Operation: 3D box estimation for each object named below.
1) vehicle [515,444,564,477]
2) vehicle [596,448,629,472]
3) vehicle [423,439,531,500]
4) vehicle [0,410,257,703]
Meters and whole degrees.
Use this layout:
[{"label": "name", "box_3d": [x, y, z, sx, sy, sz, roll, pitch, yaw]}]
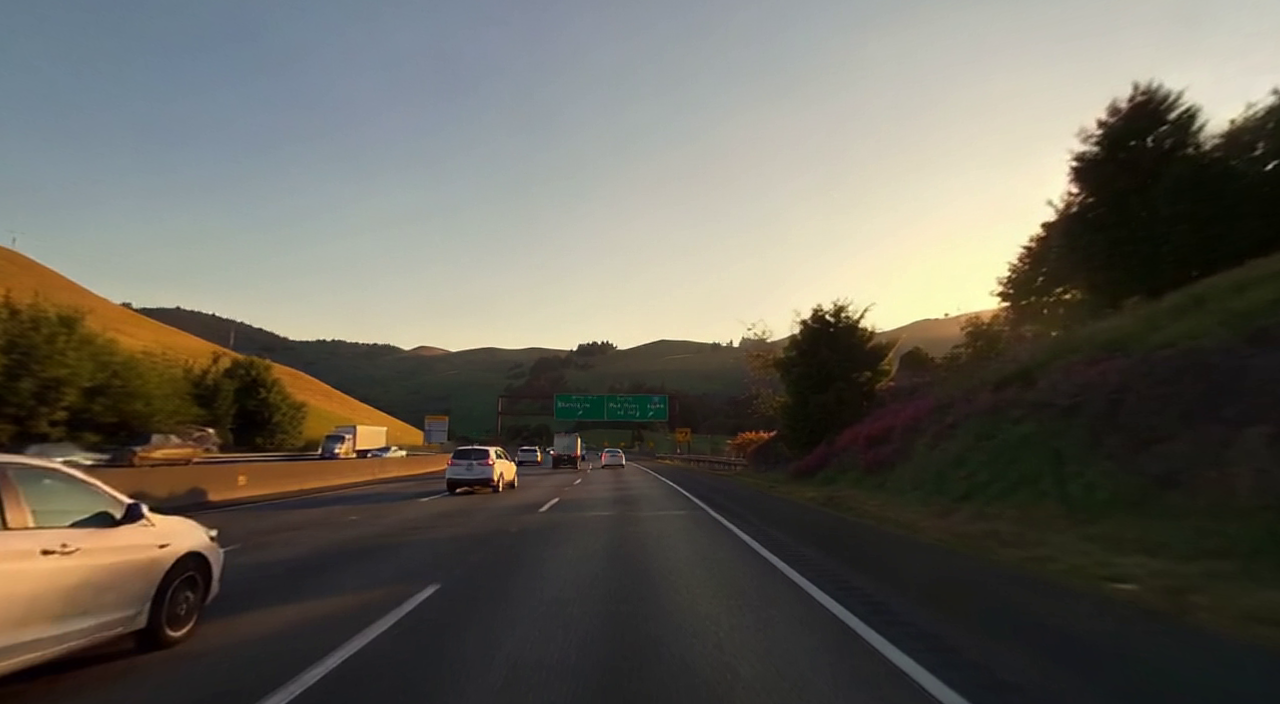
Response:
[{"label": "vehicle", "box_3d": [-5.367, 5.828, 34.120, 2.118, 1.624, 4.032, 0, -9, -2]}, {"label": "vehicle", "box_3d": [-1.808, 6.817, 40.017, 1.988, 1.440, 4.201, 0, -9, -4]}, {"label": "vehicle", "box_3d": [-4.781, 3.519, 19.211, 2.208, 1.619, 4.162, 0, -9, -1]}, {"label": "vehicle", "box_3d": [-3.782, 0.987, 2.615, 1.892, 1.492, 3.940, 0, -9, 0]}]
